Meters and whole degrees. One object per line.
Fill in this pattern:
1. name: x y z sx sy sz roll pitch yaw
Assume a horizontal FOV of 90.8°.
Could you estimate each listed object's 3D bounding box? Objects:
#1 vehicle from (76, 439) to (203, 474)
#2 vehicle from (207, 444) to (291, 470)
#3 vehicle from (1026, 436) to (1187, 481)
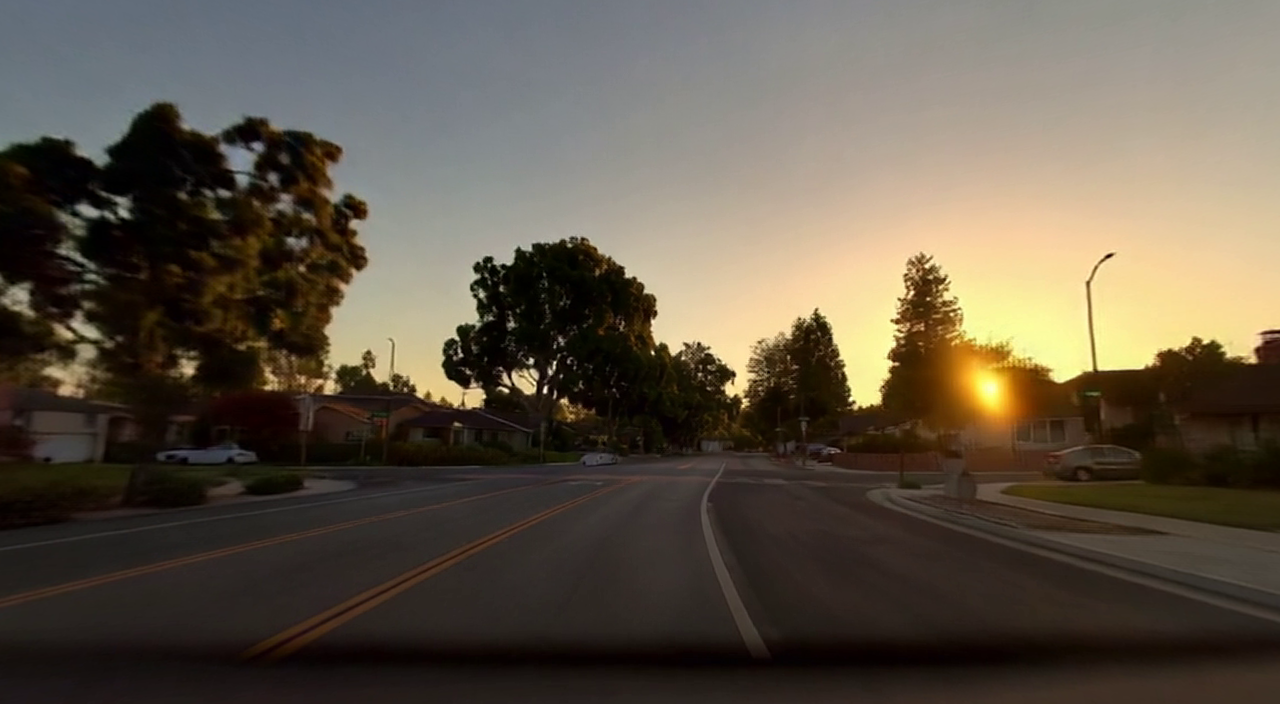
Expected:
1. vehicle: -29.041 6.060 36.724 5.754 1.892 2.236 -1 -9 7
2. vehicle: -28.028 7.527 45.338 4.793 1.745 2.012 -1 -9 7
3. vehicle: 21.641 4.999 29.584 5.484 1.842 2.188 -4 -10 8
